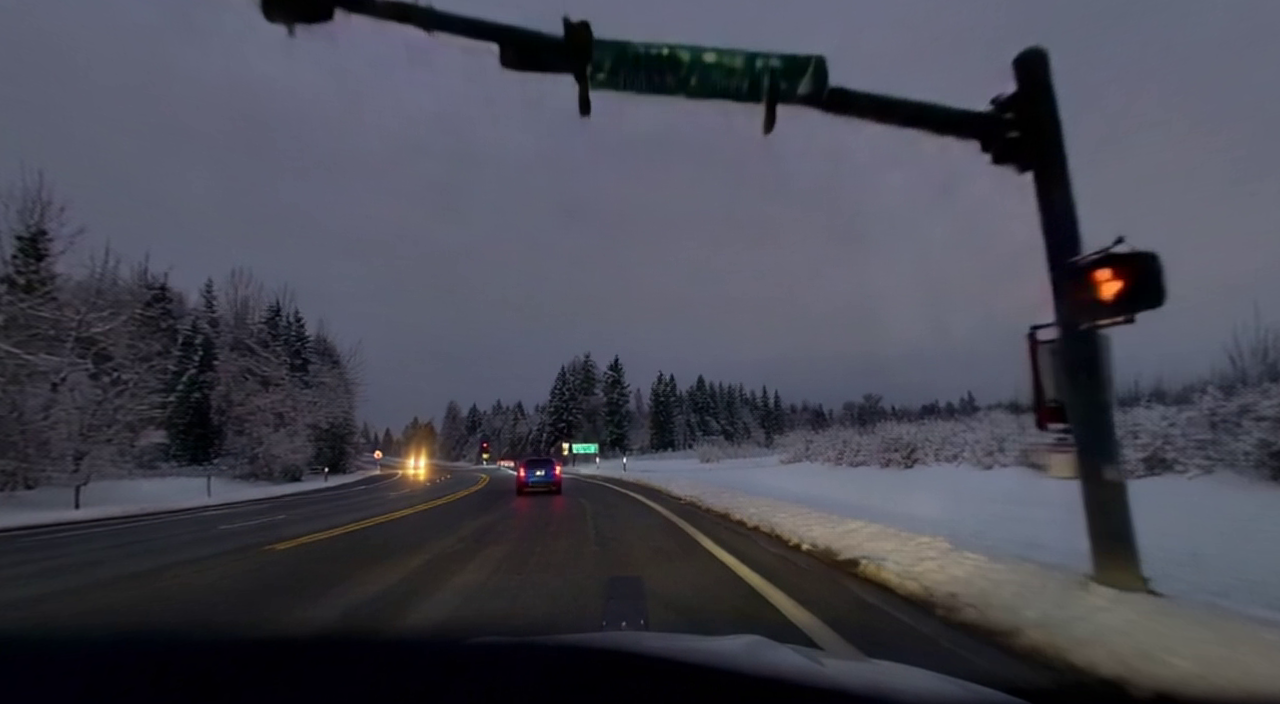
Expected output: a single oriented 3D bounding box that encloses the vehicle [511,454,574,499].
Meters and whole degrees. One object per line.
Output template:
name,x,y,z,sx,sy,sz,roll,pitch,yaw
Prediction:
vehicle,-3.802,4.714,24.252,2.148,1.521,4.089,2,-9,-10
